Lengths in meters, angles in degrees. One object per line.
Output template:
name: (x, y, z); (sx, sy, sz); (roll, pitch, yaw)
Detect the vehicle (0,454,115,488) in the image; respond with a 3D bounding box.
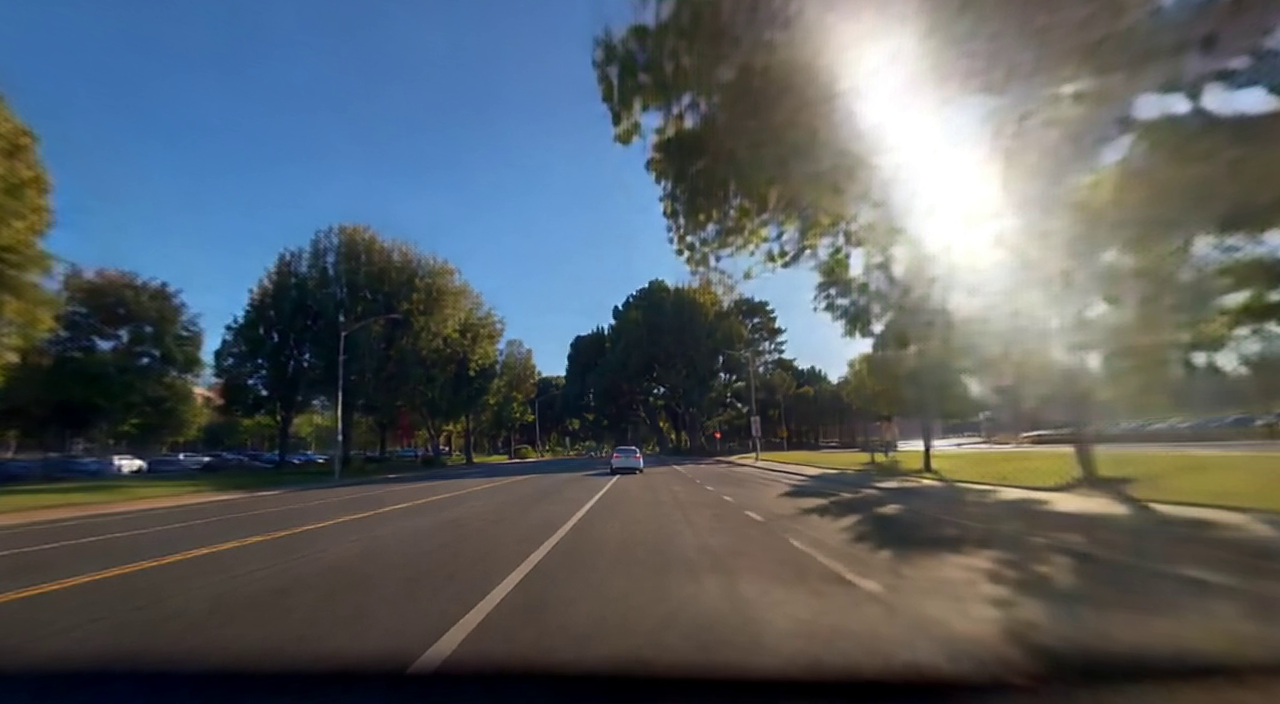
vehicle: (-30.244, 6.133, 32.645); (4.392, 1.602, 1.860); (0, -8, 0)

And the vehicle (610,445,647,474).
vehicle: (-0.655, 6.028, 35.732); (1.978, 1.499, 3.915); (0, -8, -1)
